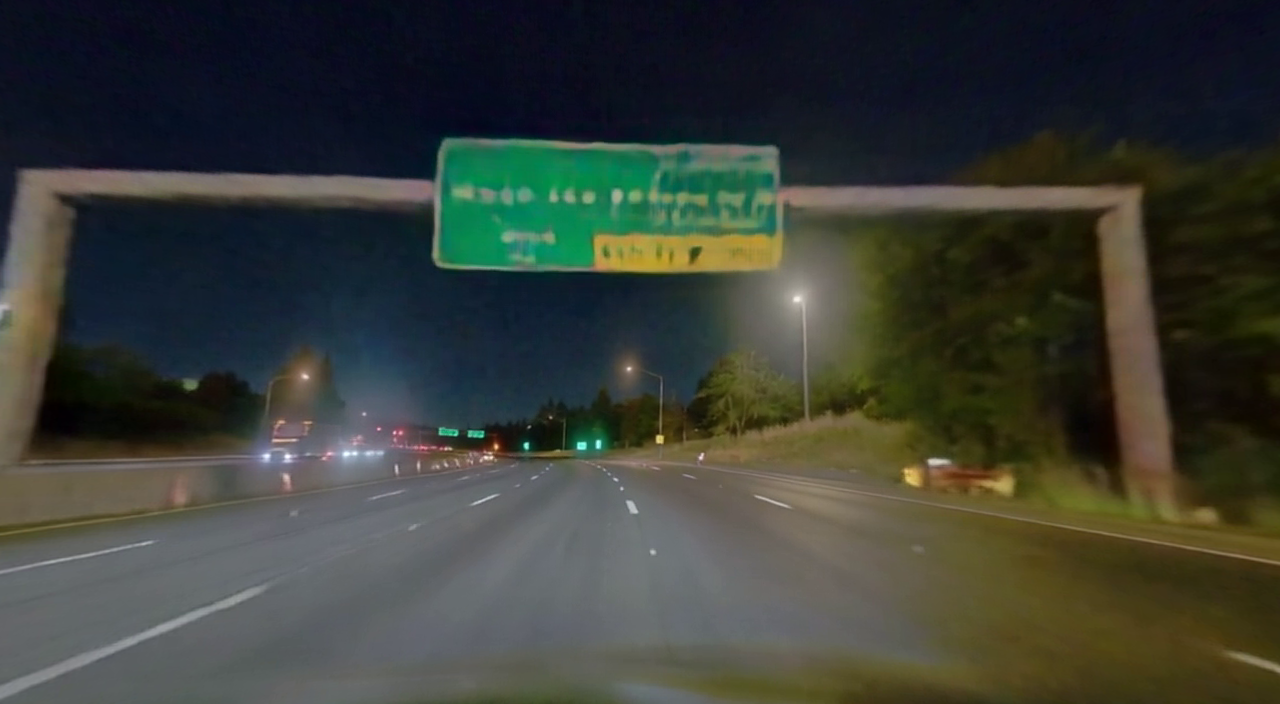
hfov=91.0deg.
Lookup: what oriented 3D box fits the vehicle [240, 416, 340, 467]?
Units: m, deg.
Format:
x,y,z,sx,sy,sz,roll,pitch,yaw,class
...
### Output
x,y,z,sx,sy,sz,roll,pitch,yaw,class
-25.307,6.578,46.220,3.030,3.342,8.736,1,-9,-6,vehicle
